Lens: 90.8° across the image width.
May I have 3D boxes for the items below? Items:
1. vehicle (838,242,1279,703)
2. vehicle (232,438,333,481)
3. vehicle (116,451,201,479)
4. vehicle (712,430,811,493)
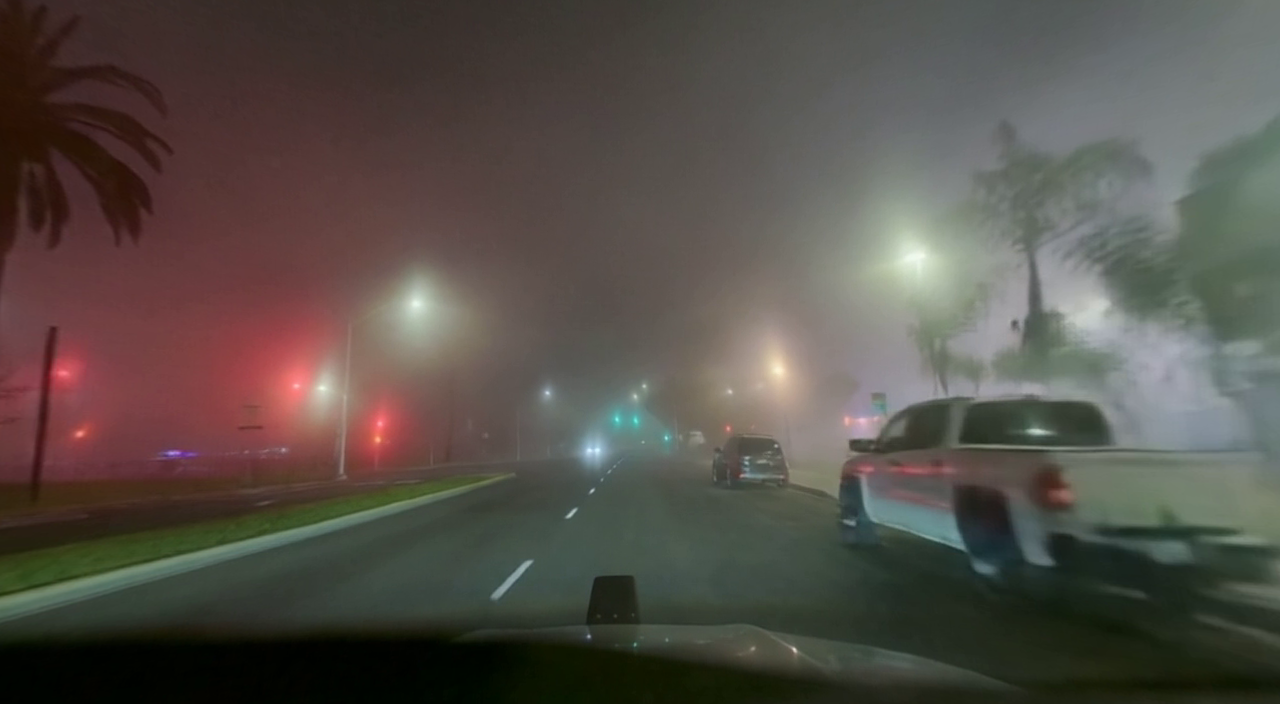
[{"bbox_3d":[3.709,1.057,5.275,2.198,2.123,6.218,0,-9,1],"label":"vehicle"},{"bbox_3d":[-19.448,5.778,34.230,6.167,2.125,2.526,-7,-10,38],"label":"vehicle"},{"bbox_3d":[-37.778,8.855,49.641,4.828,1.948,2.094,-1,-9,-3],"label":"vehicle"},{"bbox_3d":[3.662,3.380,19.904,2.138,1.743,4.363,0,-8,-1],"label":"vehicle"}]
